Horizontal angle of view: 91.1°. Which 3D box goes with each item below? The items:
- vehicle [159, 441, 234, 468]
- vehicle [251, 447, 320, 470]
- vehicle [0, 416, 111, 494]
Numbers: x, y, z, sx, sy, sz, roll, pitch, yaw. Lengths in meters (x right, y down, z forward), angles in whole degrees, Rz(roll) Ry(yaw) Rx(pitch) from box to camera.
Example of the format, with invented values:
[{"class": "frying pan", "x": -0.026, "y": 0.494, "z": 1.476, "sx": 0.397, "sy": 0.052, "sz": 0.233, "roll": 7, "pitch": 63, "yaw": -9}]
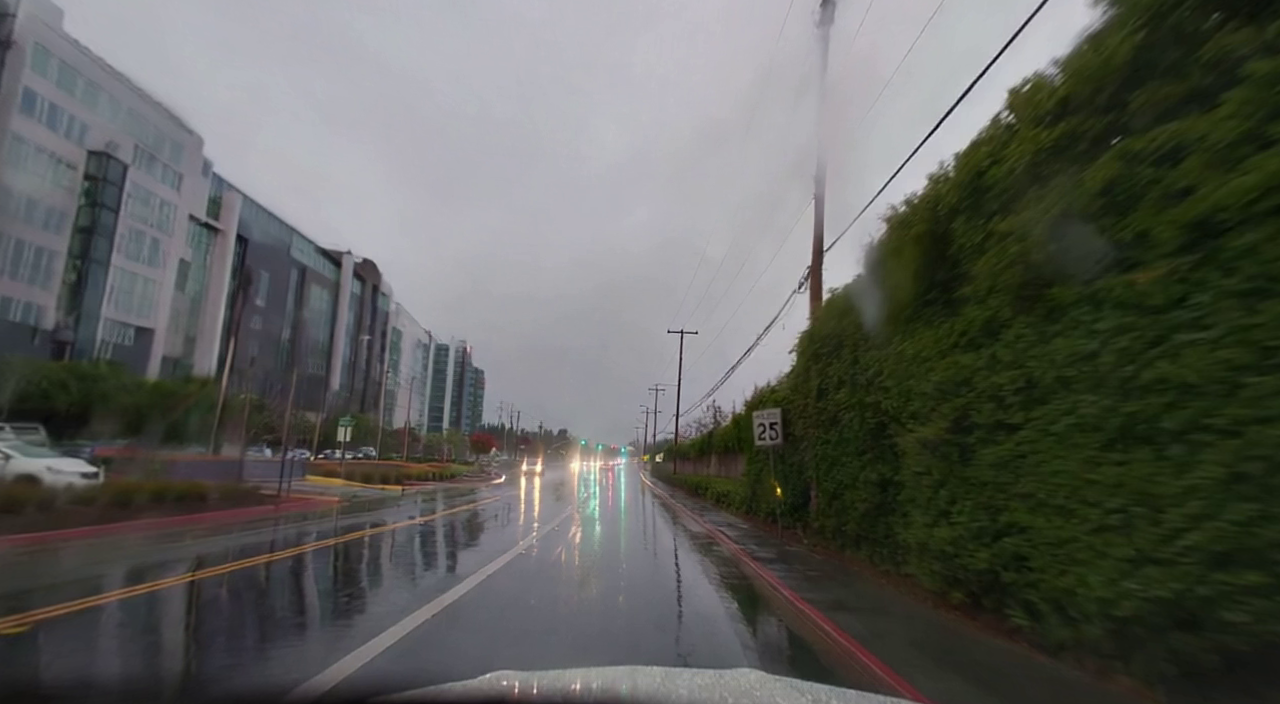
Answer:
[{"class": "vehicle", "x": -29.333, "y": 6.799, "z": 41.529, "sx": 3.973, "sy": 1.647, "sz": 1.896, "roll": -3, "pitch": -11, "yaw": 19}, {"class": "vehicle", "x": -27.170, "y": 8.163, "z": 48.180, "sx": 4.630, "sy": 1.710, "sz": 2.035, "roll": -4, "pitch": -11, "yaw": 22}, {"class": "vehicle", "x": -14.678, "y": 2.298, "z": 14.027, "sx": 1.913, "sy": 1.640, "sz": 4.260, "roll": 0, "pitch": -10, "yaw": 1}]
